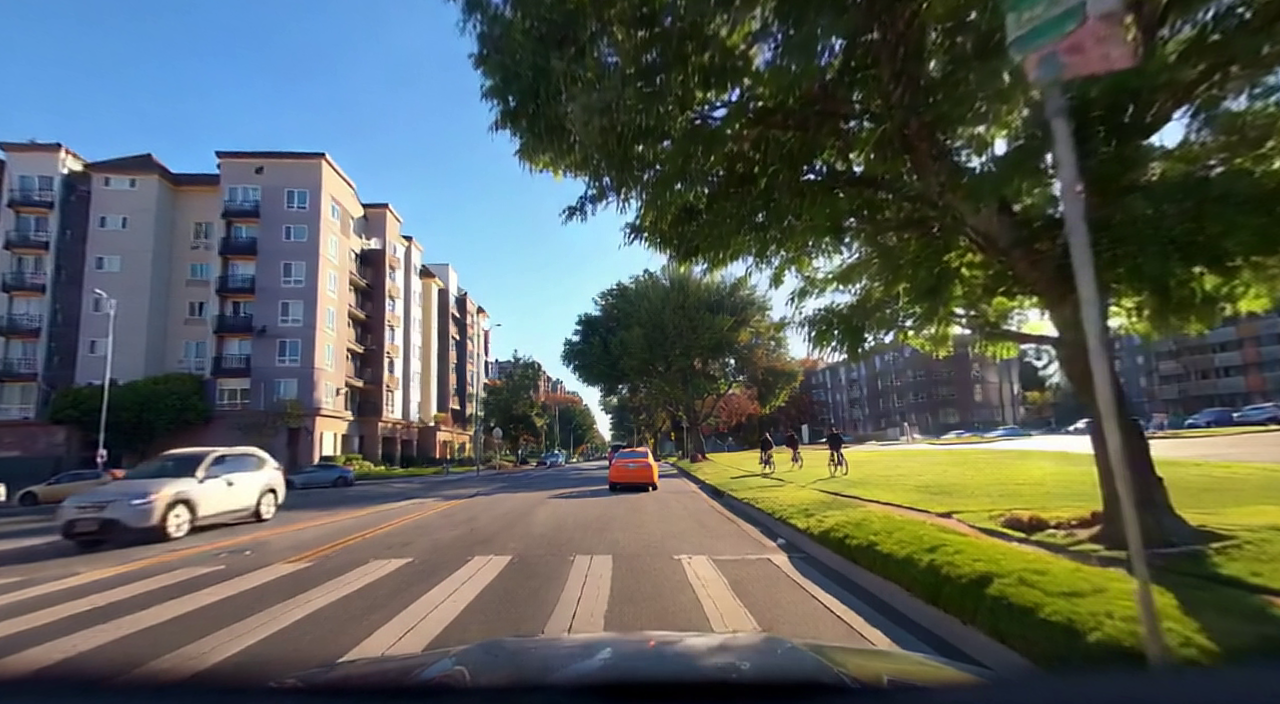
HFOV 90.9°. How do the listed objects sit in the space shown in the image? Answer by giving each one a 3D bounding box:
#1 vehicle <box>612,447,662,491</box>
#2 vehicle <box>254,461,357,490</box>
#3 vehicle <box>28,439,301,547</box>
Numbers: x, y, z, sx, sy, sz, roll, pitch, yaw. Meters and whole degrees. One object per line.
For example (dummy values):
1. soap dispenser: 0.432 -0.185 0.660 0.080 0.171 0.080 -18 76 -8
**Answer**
1. vehicle: -0.109 3.937 21.158 1.559 1.351 2.452 -1 -11 -1
2. vehicle: -18.881 6.950 35.729 2.116 1.409 4.607 -8 -12 43
3. vehicle: -9.149 2.690 12.757 2.126 1.780 4.279 0 -8 0
